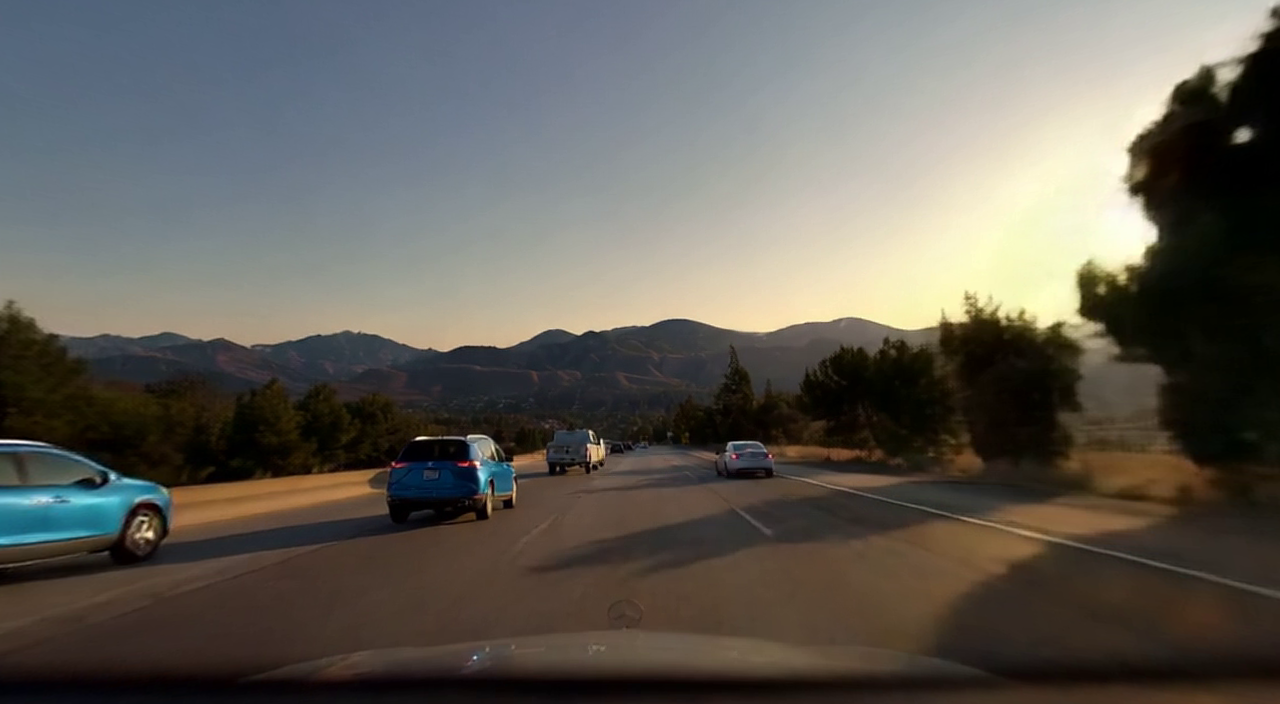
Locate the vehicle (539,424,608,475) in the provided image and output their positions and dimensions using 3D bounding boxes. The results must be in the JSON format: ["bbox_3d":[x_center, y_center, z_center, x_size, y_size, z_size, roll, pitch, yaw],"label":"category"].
[{"bbox_3d":[-3.005,4.575,29.794,2.494,2.136,5.539,0,-8,2],"label":"vehicle"}]

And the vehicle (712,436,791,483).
[{"bbox_3d":[4.067,3.995,23.790,2.071,1.570,4.637,0,-8,-1],"label":"vehicle"}]

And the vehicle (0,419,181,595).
[{"bbox_3d":[-7.045,1.440,5.807,2.084,1.639,4.648,0,-8,0],"label":"vehicle"}]

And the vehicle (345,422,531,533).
[{"bbox_3d":[-3.535,2.254,12.009,2.080,1.716,4.207,0,-8,1],"label":"vehicle"}]
